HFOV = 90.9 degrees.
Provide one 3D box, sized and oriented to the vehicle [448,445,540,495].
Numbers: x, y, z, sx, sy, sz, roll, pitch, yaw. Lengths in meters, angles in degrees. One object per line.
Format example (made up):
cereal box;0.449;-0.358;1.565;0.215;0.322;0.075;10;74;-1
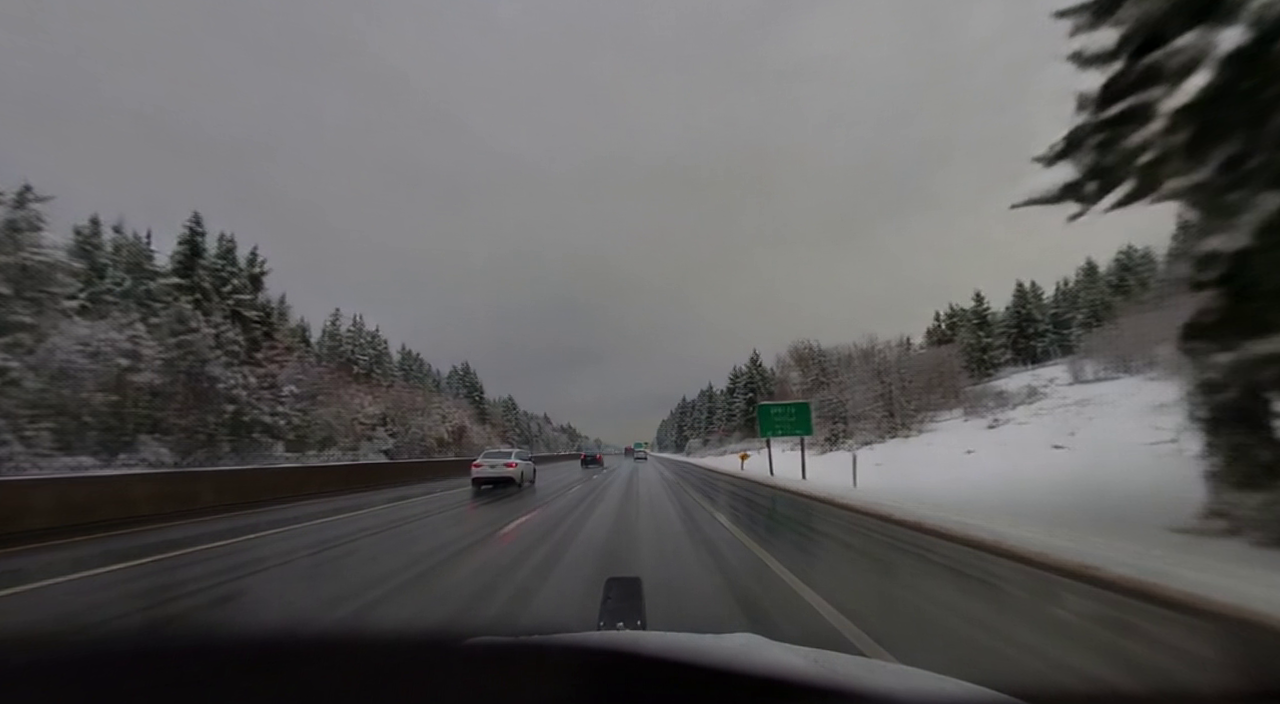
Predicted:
vehicle;-4.781;3.934;21.407;1.975;1.501;4.603;0;-9;1

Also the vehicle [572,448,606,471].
vehicle;-3.421;7.341;43.088;2.005;1.474;3.921;0;-9;0

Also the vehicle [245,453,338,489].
vehicle;-17.298;5.916;31.584;1.972;1.606;4.630;0;-9;1
